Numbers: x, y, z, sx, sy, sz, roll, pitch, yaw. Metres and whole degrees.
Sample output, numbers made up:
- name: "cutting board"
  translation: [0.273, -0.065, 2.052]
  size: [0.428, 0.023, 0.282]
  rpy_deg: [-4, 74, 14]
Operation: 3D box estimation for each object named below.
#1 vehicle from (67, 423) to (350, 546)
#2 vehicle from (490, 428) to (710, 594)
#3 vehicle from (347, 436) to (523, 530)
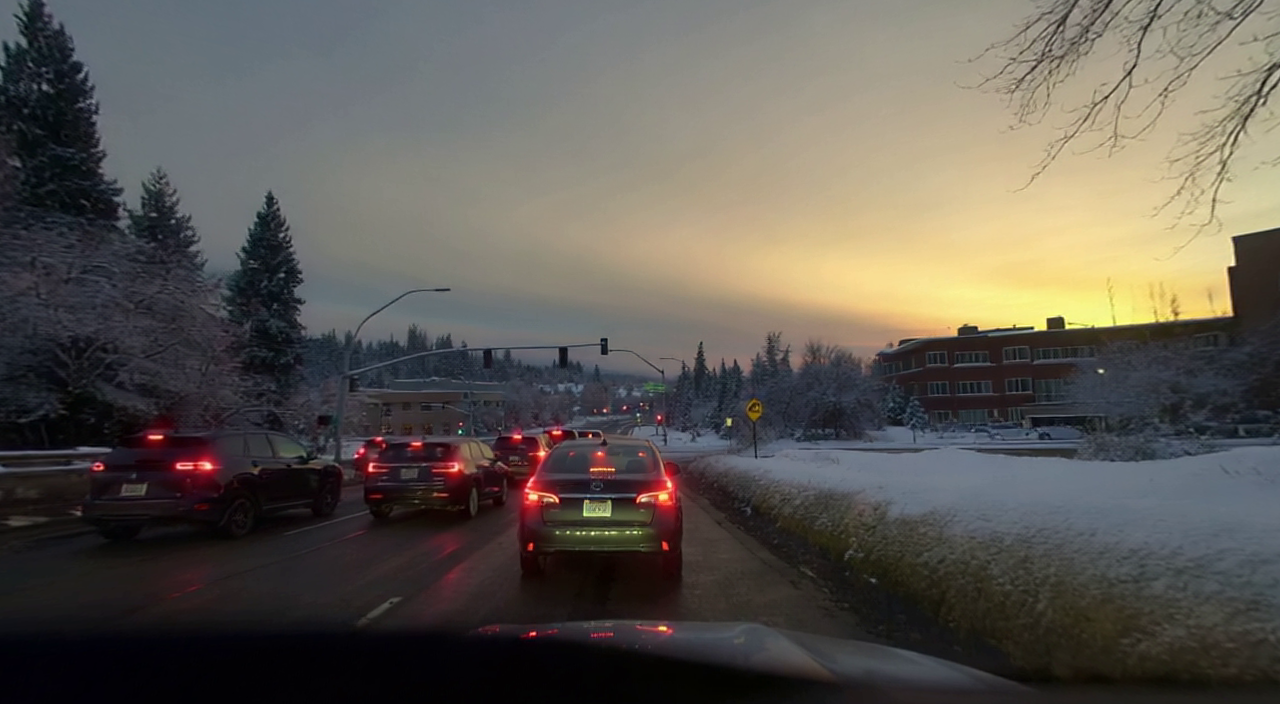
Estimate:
- name: "vehicle"
  translation: [-7.348, 2.272, 11.487]
  size: [2.068, 1.784, 4.224]
  rpy_deg: [0, -9, 1]
- name: "vehicle"
  translation: [-0.387, 1.798, 7.999]
  size: [2.066, 1.544, 3.954]
  rpy_deg: [0, -9, 0]
- name: "vehicle"
  translation: [-3.783, 2.485, 12.682]
  size: [1.913, 1.521, 4.539]
  rpy_deg: [0, -9, 1]
